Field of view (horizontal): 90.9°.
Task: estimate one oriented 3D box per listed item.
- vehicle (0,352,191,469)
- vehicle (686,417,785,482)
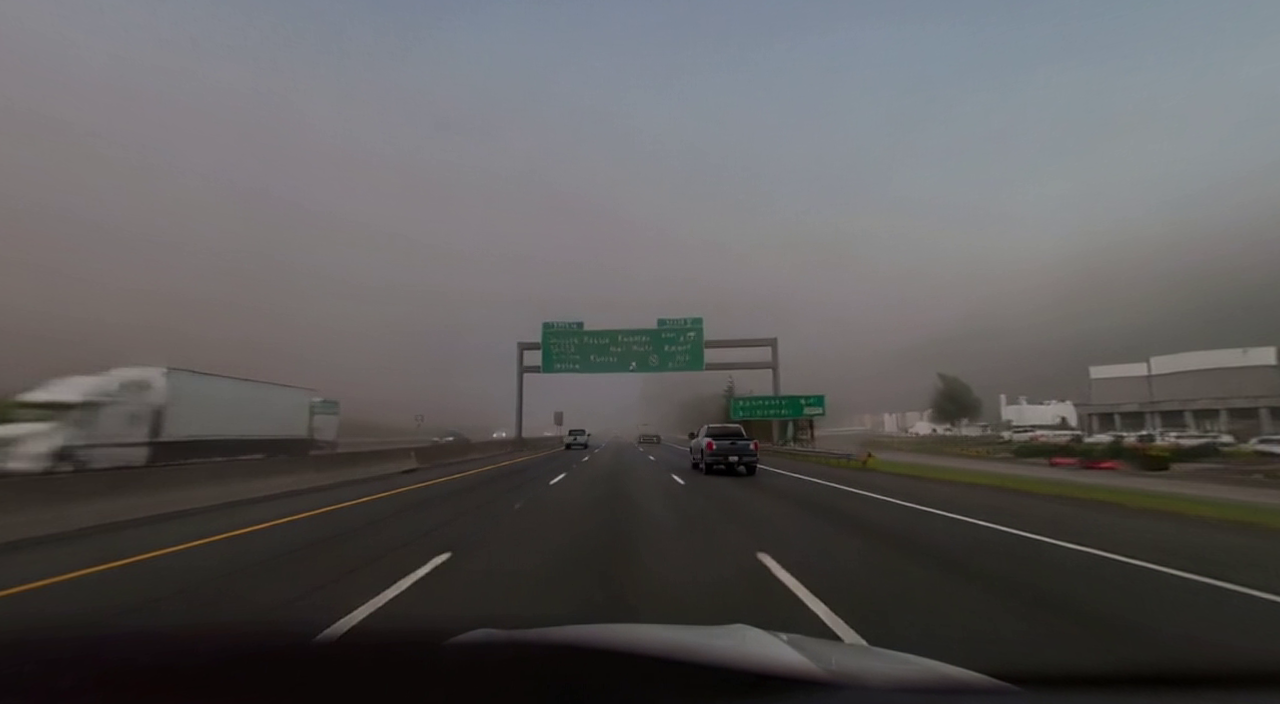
[{"bbox_3d":[-21.109,2.367,24.355,3.001,3.983,5.879,0,-8,-1],"label":"vehicle"},{"bbox_3d":[2.589,2.759,18.192,2.022,1.637,4.229,0,-8,-2],"label":"vehicle"}]
